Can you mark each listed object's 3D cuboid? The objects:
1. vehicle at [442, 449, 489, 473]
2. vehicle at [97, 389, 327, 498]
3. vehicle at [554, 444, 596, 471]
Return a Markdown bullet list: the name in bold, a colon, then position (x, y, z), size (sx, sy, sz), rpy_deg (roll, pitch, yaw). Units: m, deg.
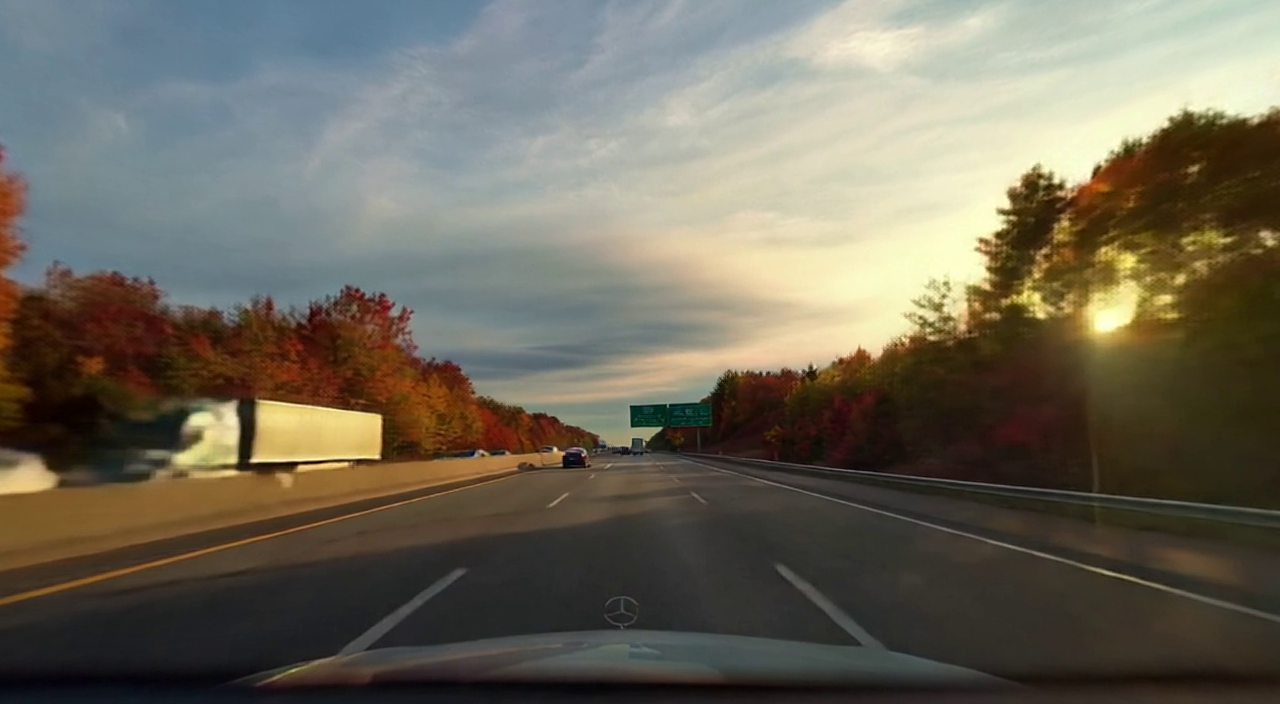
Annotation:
- **vehicle**: position (-11.421, 7.140, 41.181), size (1.859, 1.504, 4.035), rpy_deg (0, -9, 1)
- **vehicle**: position (-18.557, 4.215, 28.634), size (2.987, 4.035, 10.612), rpy_deg (0, -9, 0)
- **vehicle**: position (-4.040, 6.649, 39.788), size (2.153, 1.577, 4.707), rpy_deg (0, -9, 0)
